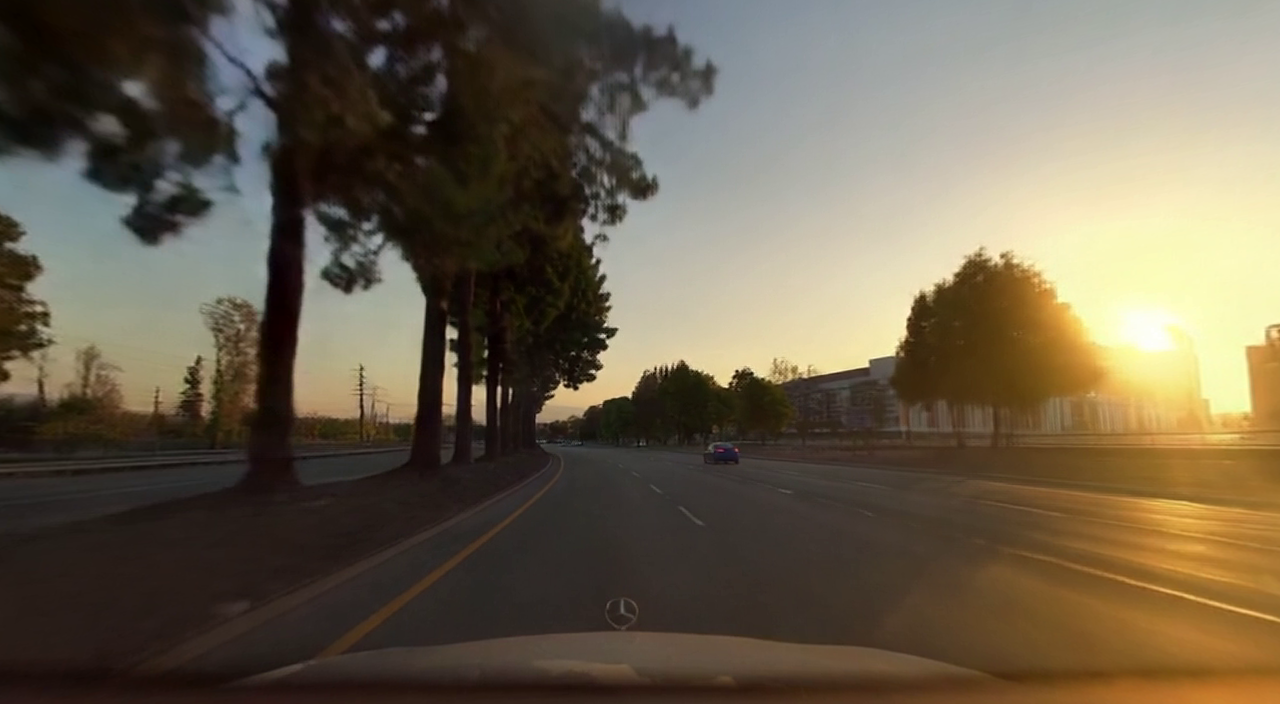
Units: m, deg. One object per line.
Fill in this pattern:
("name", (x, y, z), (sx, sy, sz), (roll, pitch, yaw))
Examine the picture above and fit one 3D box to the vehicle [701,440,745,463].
("vehicle", (5.734, 6.937, 44.094), (1.908, 1.483, 4.474), (1, -9, -9))
